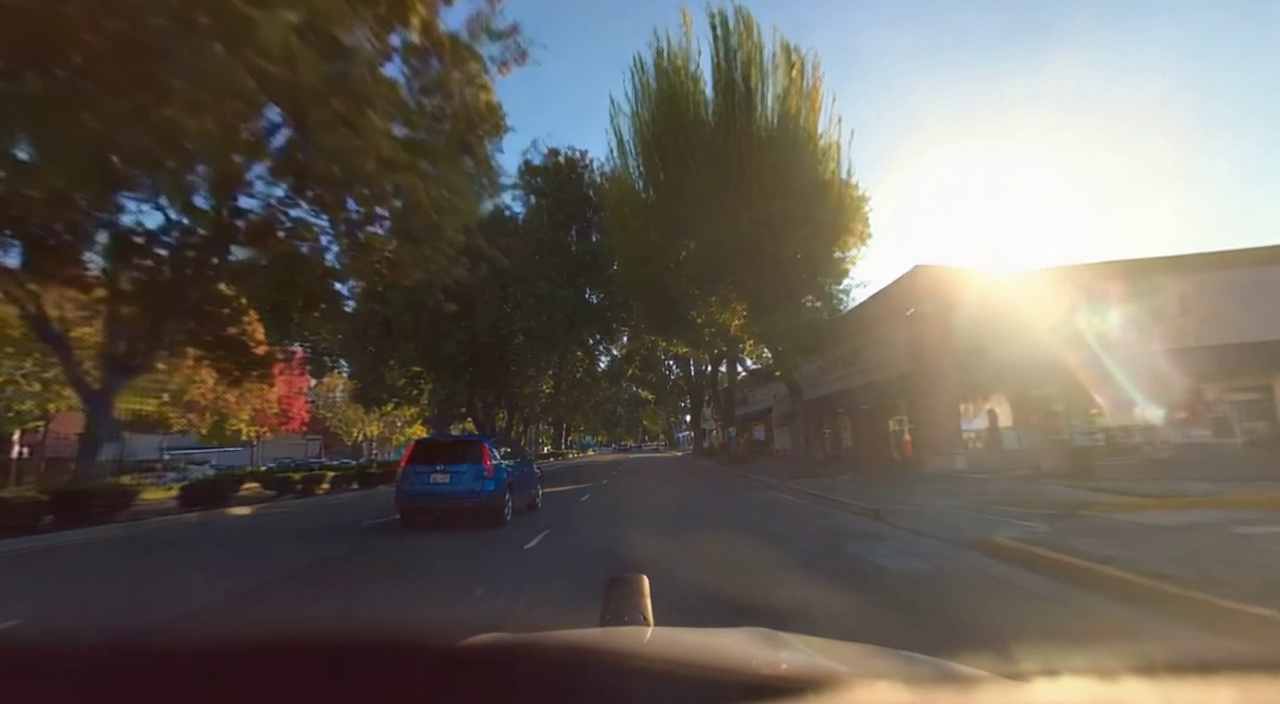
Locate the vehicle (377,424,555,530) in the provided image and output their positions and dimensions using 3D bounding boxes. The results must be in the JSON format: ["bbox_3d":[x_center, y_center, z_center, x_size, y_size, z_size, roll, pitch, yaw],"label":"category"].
[{"bbox_3d":[-3.041,2.280,12.101,2.127,1.654,4.121,-1,-8,2],"label":"vehicle"}]

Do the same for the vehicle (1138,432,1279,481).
[{"bbox_3d":[21.773,3.911,23.934,1.917,1.646,4.676,-1,-8,1],"label":"vehicle"}]
